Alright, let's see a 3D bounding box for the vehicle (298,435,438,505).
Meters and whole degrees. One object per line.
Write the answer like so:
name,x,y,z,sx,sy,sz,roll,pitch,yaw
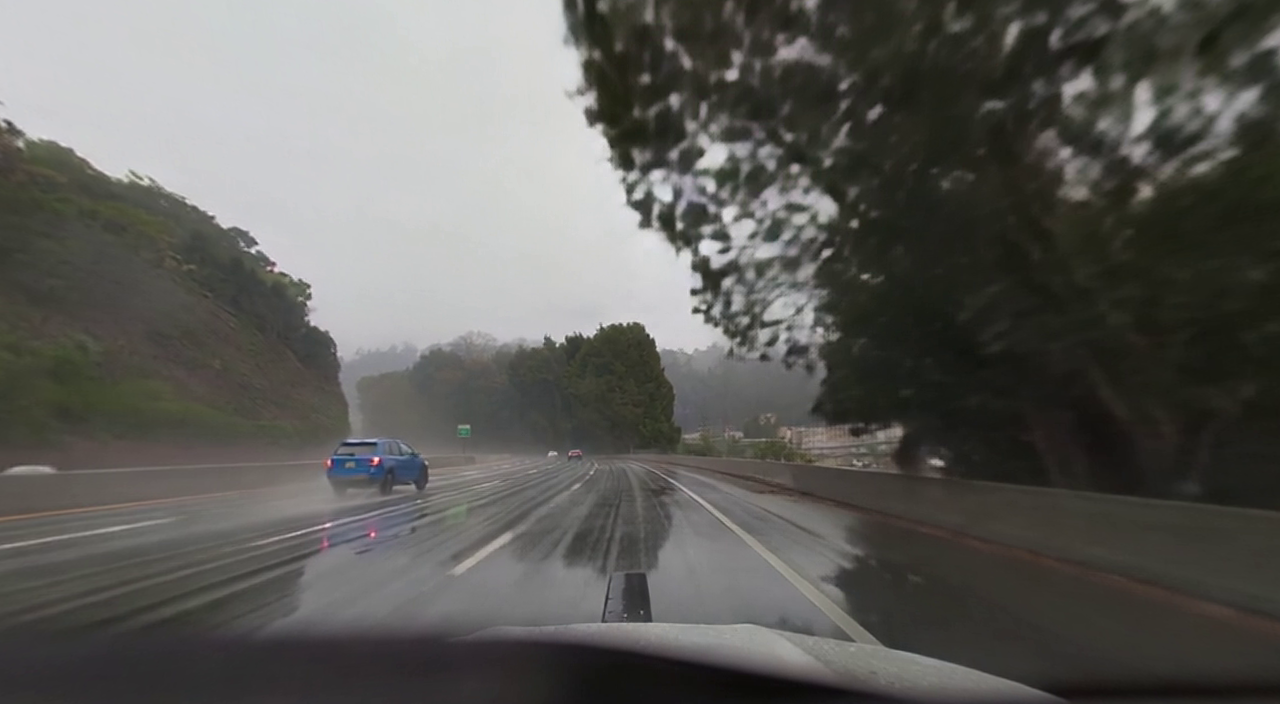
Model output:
vehicle,-7.526,3.282,18.042,2.046,1.712,4.533,0,-9,-1
